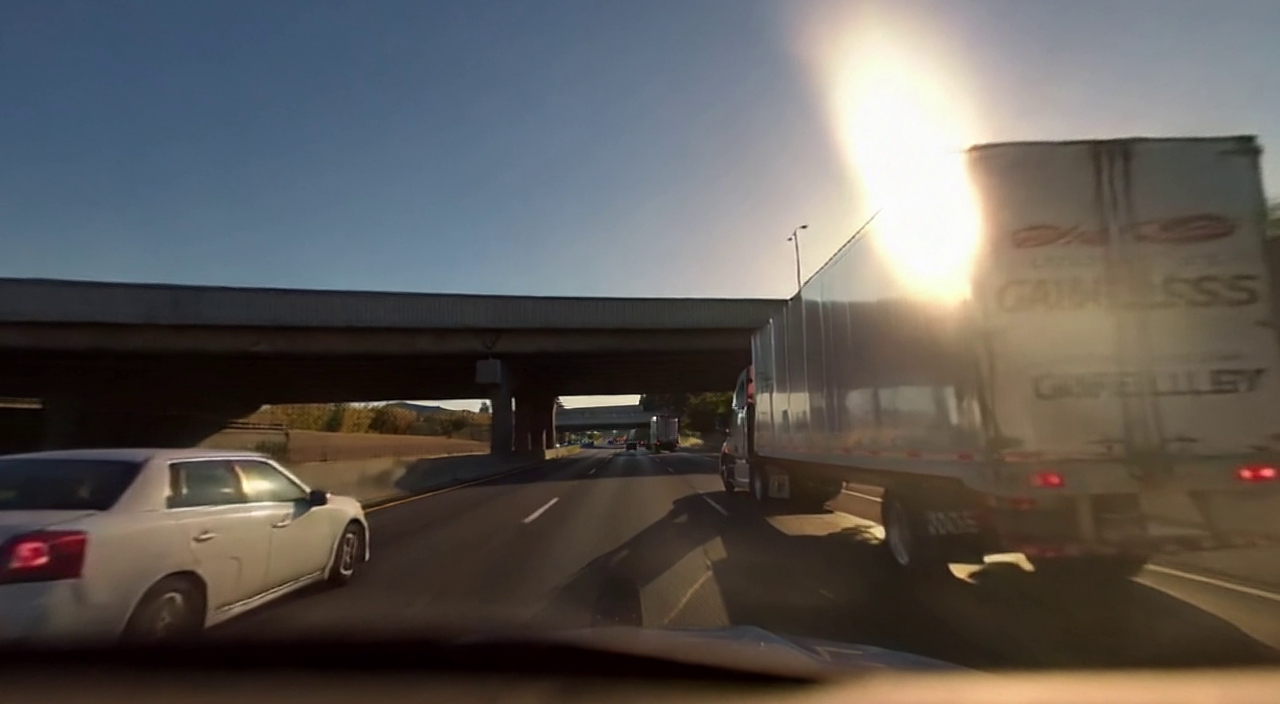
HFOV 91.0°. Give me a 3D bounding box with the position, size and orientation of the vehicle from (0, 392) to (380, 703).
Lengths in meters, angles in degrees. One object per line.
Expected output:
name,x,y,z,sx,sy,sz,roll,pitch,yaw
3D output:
vehicle,-3.479,1.143,3.920,1.990,1.520,4.100,0,-8,0

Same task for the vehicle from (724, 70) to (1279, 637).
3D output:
vehicle,4.238,0.902,11.733,2.976,4.064,14.619,0,-8,-1
